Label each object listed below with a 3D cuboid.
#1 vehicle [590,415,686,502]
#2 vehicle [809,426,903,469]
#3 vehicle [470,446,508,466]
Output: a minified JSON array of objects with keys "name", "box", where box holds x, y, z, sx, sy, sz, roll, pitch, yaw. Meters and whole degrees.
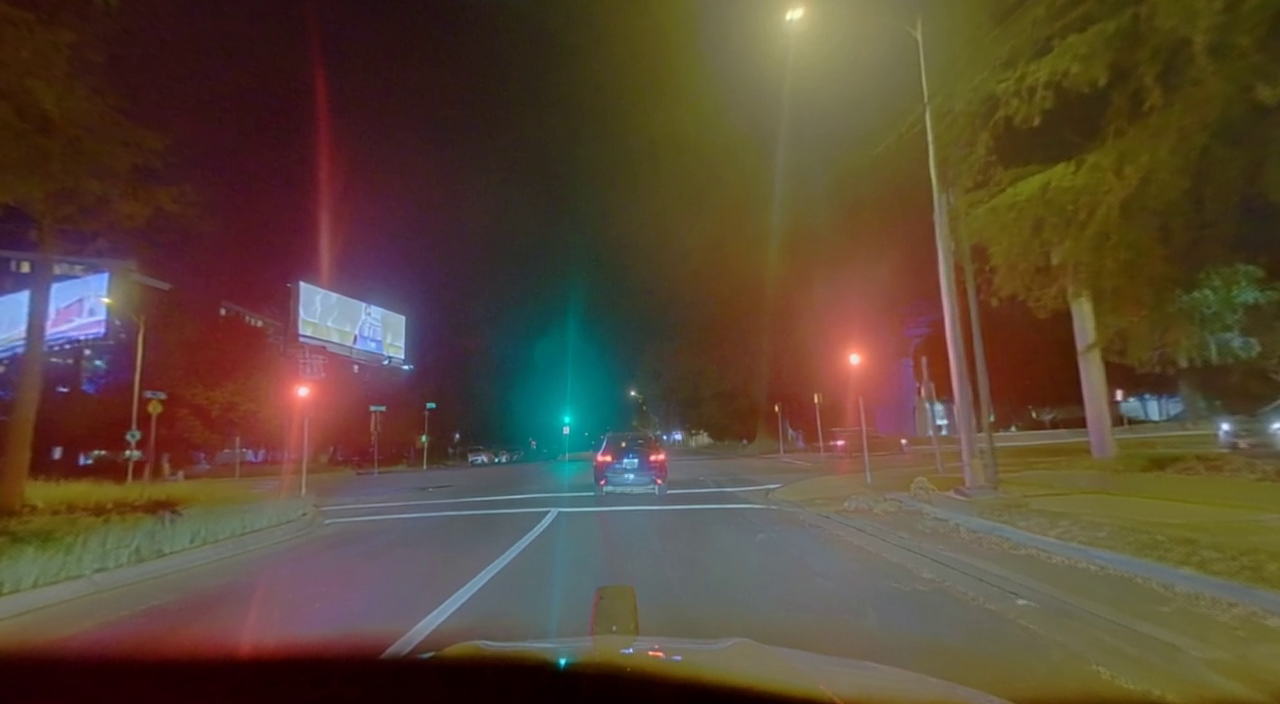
[{"name":"vehicle","box":[-0.129,2.661,16.075,2.142,1.904,3.816,0,-8,-3]},{"name":"vehicle","box":[8.642,3.776,25.107,3.403,1.602,1.716,5,-10,-32]},{"name":"vehicle","box":[-11.338,7.826,47.582,1.989,1.403,4.331,0,-8,-3]}]
